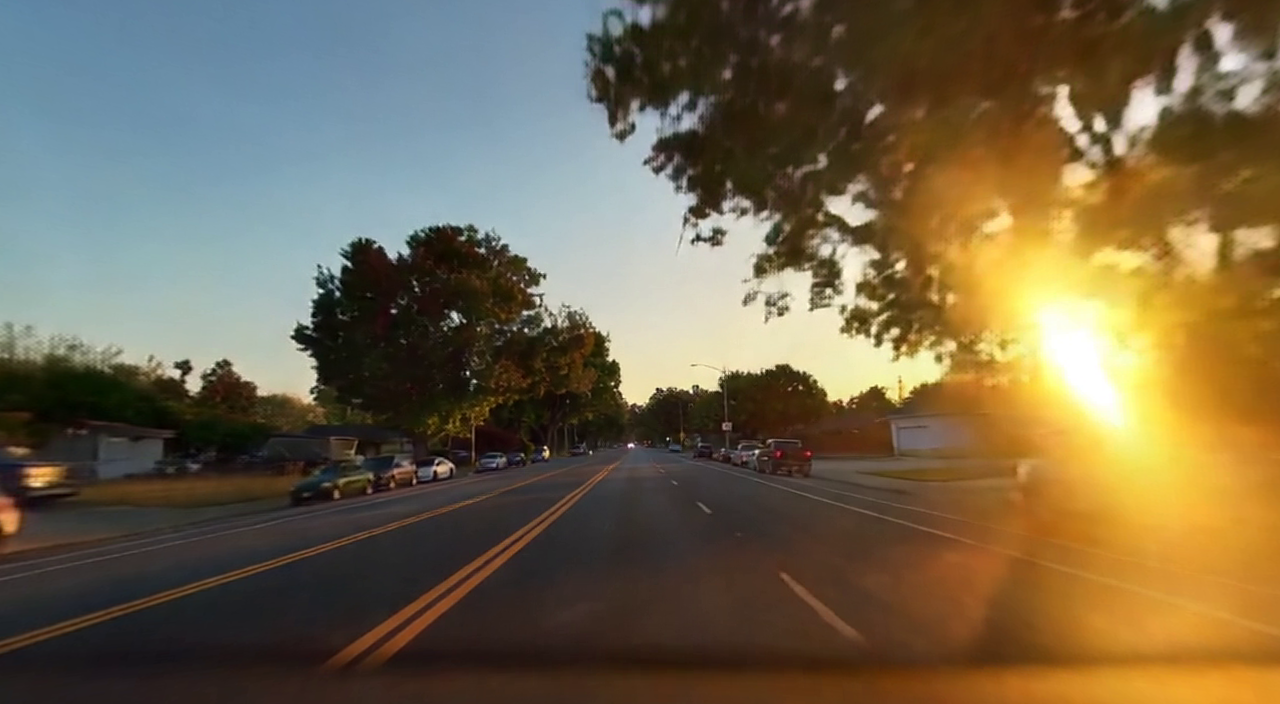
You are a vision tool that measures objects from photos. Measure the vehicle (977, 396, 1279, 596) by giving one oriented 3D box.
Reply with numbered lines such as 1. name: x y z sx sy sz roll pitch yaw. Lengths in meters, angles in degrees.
1. vehicle: 7.373 1.748 8.479 2.224 1.956 6.057 0 -8 -1

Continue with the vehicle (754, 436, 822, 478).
1. vehicle: 7.188 5.144 31.218 2.103 1.912 4.892 0 -8 -1

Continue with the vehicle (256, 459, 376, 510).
1. vehicle: -10.840 4.429 21.548 1.838 1.450 4.317 0 -8 -1

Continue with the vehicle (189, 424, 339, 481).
1. vehicle: -20.879 5.631 35.380 6.604 3.012 2.656 0 -9 1

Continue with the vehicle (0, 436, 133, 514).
1. vehicle: -19.316 3.573 18.594 6.704 2.118 2.342 0 -8 0

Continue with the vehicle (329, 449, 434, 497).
1. vehicle: -10.790 5.062 26.909 2.050 1.769 5.585 0 -8 1

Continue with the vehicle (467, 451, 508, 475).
1. vehicle: -10.817 7.891 45.139 1.840 1.526 4.214 -1 -8 1
